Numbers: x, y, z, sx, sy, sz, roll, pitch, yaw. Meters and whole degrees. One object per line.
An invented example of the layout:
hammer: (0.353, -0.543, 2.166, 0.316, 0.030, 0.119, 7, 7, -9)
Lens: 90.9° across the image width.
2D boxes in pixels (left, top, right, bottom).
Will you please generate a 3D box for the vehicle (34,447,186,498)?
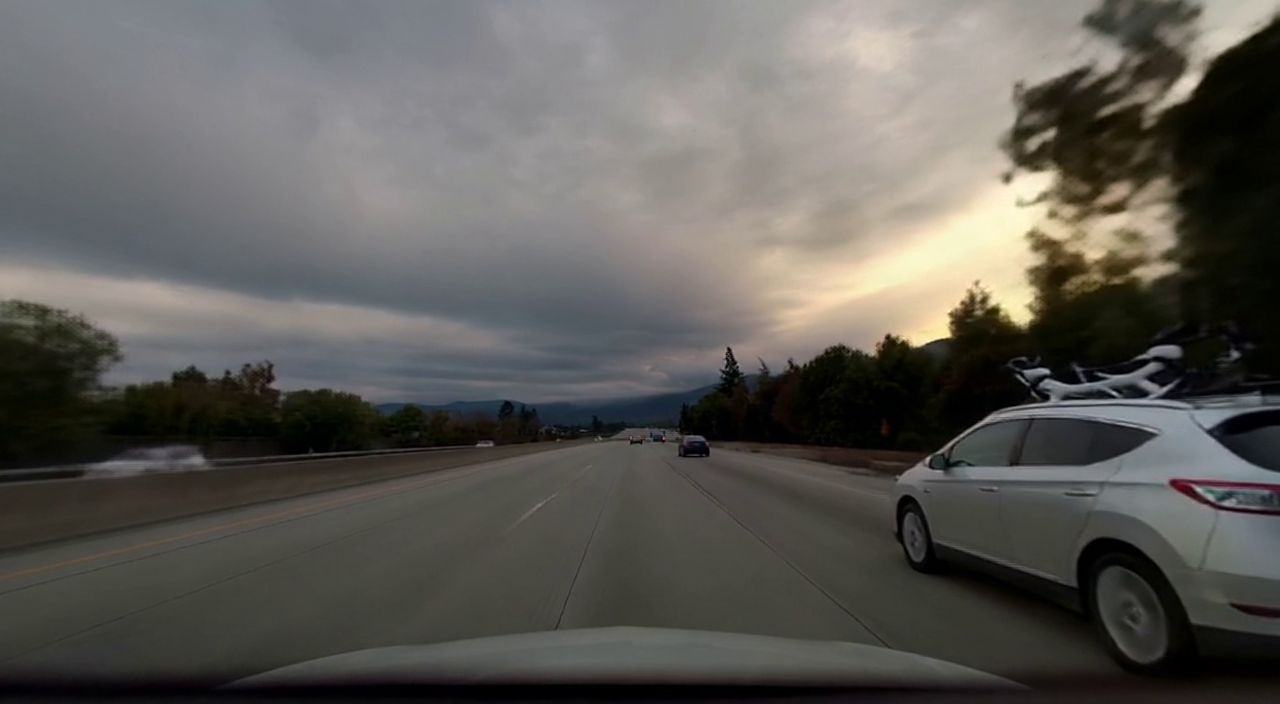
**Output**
vehicle: (-17.420, 3.936, 20.976, 1.745, 1.427, 3.798, 0, -8, 0)

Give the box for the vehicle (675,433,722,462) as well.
vehicle: (3.011, 4.976, 33.069, 1.911, 1.449, 3.776, 0, -8, -3)
